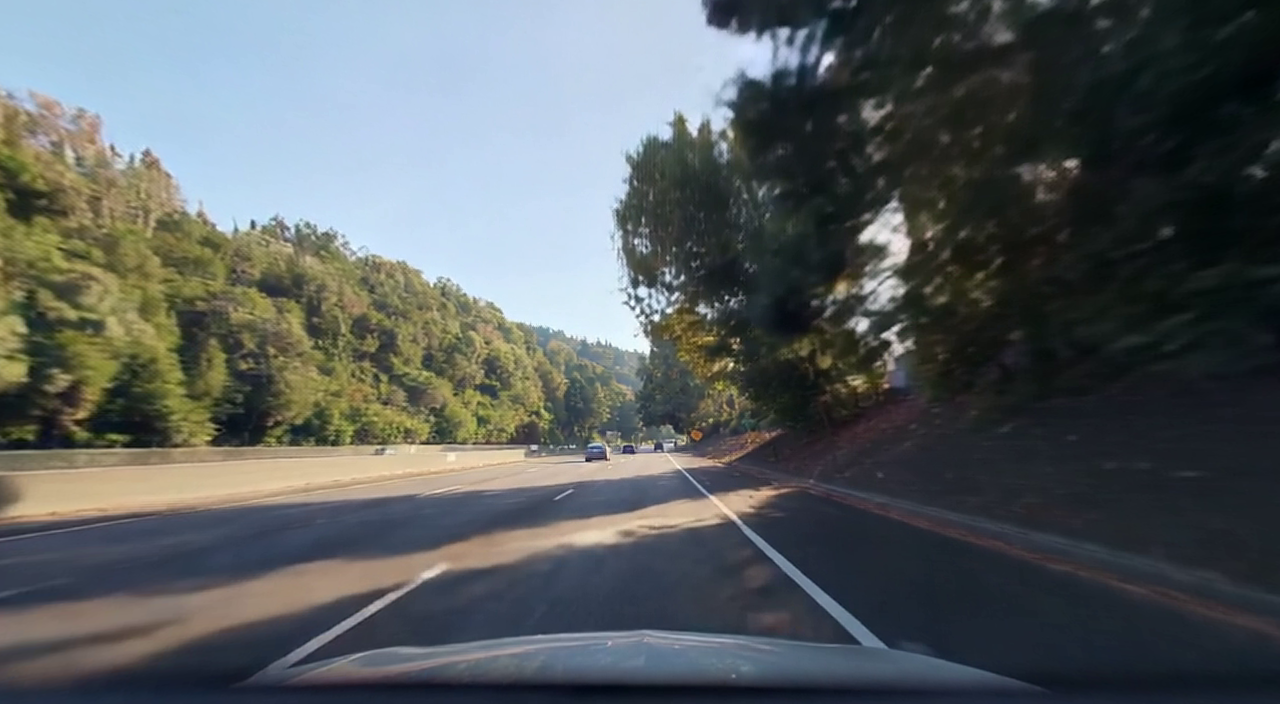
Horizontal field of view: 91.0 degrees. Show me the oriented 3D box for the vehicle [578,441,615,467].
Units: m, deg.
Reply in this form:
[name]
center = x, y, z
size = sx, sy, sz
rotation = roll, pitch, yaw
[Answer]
[vehicle]
center = -2.701, 6.492, 40.157
size = 2.015, 1.561, 4.469
rotation = 0, -8, 0
